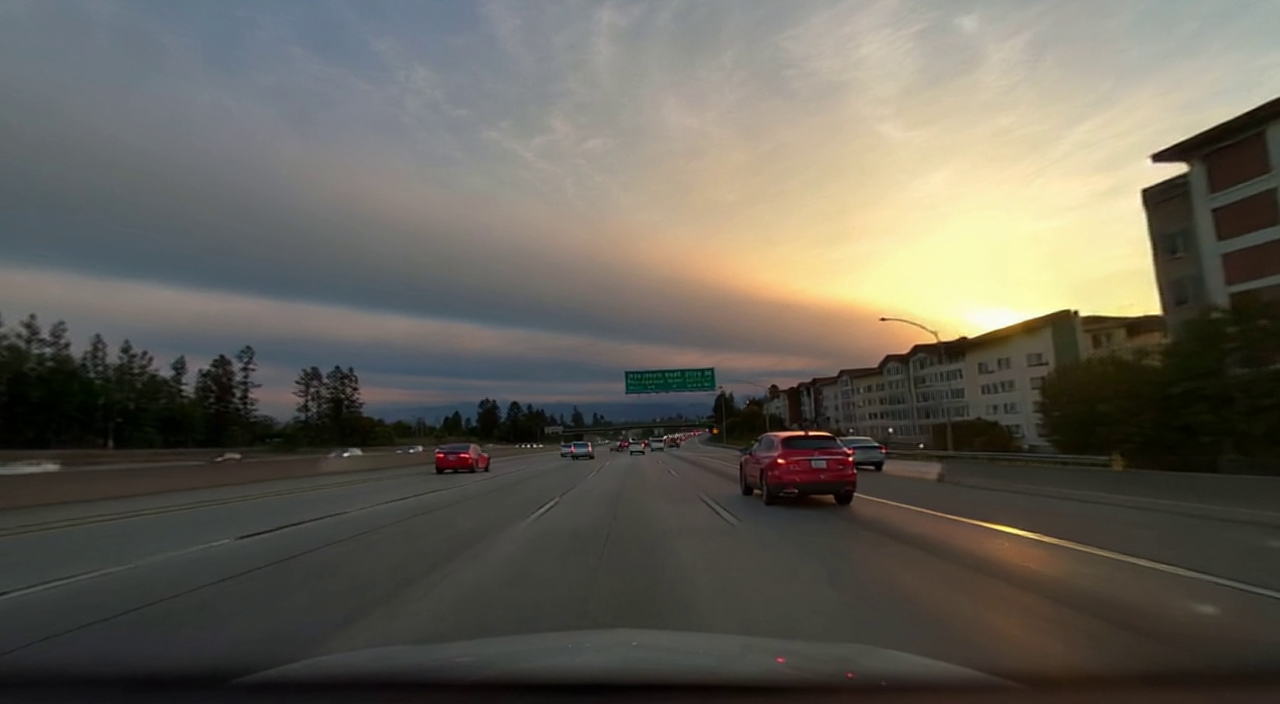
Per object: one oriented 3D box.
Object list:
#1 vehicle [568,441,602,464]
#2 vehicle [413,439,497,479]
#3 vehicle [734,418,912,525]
[{"bbox_3d":[-3.713,6.855,43.197,2.002,1.466,4.378,0,-9,0],"label":"vehicle"},{"bbox_3d":[-7.478,4.358,26.052,2.021,1.496,4.495,0,-9,1],"label":"vehicle"},{"bbox_3d":[3.265,2.239,12.329,2.080,1.694,4.286,0,-9,-1],"label":"vehicle"}]
